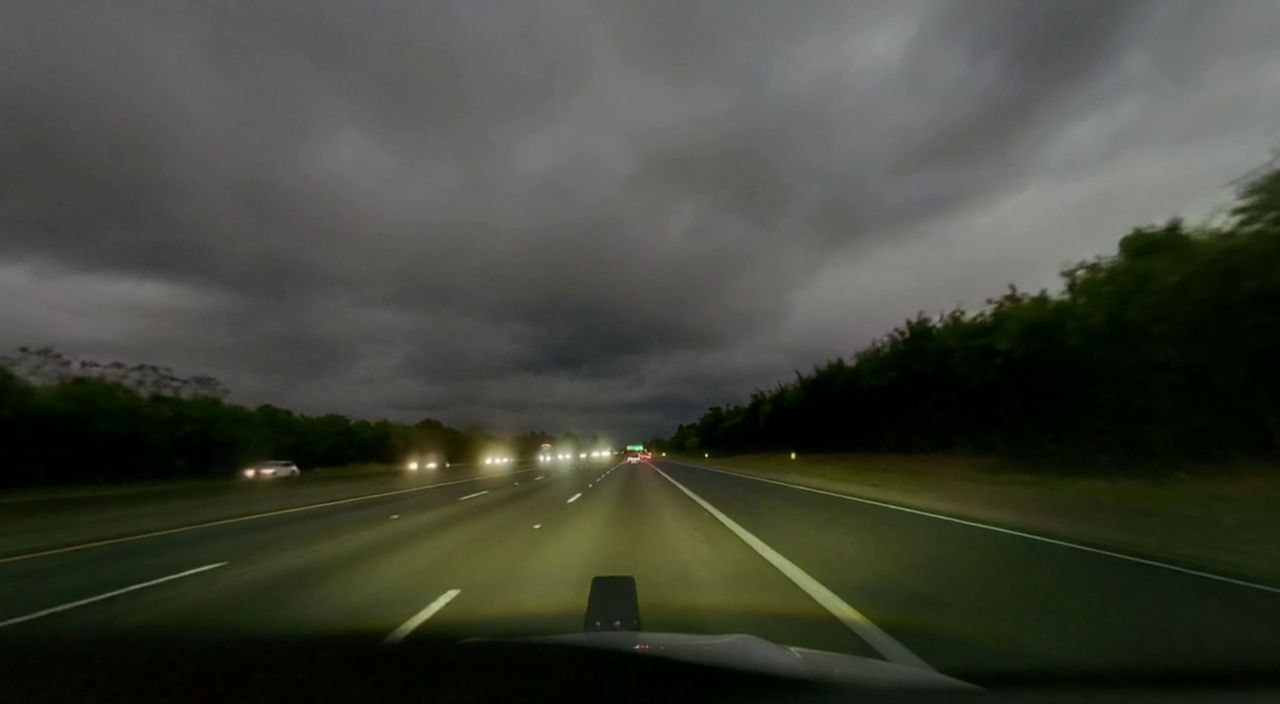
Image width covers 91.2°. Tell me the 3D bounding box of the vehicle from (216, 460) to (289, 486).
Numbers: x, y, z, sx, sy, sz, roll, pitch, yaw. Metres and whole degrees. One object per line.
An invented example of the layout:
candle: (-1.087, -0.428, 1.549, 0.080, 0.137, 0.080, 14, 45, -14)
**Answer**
vehicle: (-26.308, 8.207, 42.803, 1.923, 1.538, 4.752, 0, -9, 0)

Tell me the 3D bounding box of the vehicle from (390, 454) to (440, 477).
vehicle: (-15.603, 7.882, 43.716, 1.903, 1.503, 4.309, 0, -9, -1)
